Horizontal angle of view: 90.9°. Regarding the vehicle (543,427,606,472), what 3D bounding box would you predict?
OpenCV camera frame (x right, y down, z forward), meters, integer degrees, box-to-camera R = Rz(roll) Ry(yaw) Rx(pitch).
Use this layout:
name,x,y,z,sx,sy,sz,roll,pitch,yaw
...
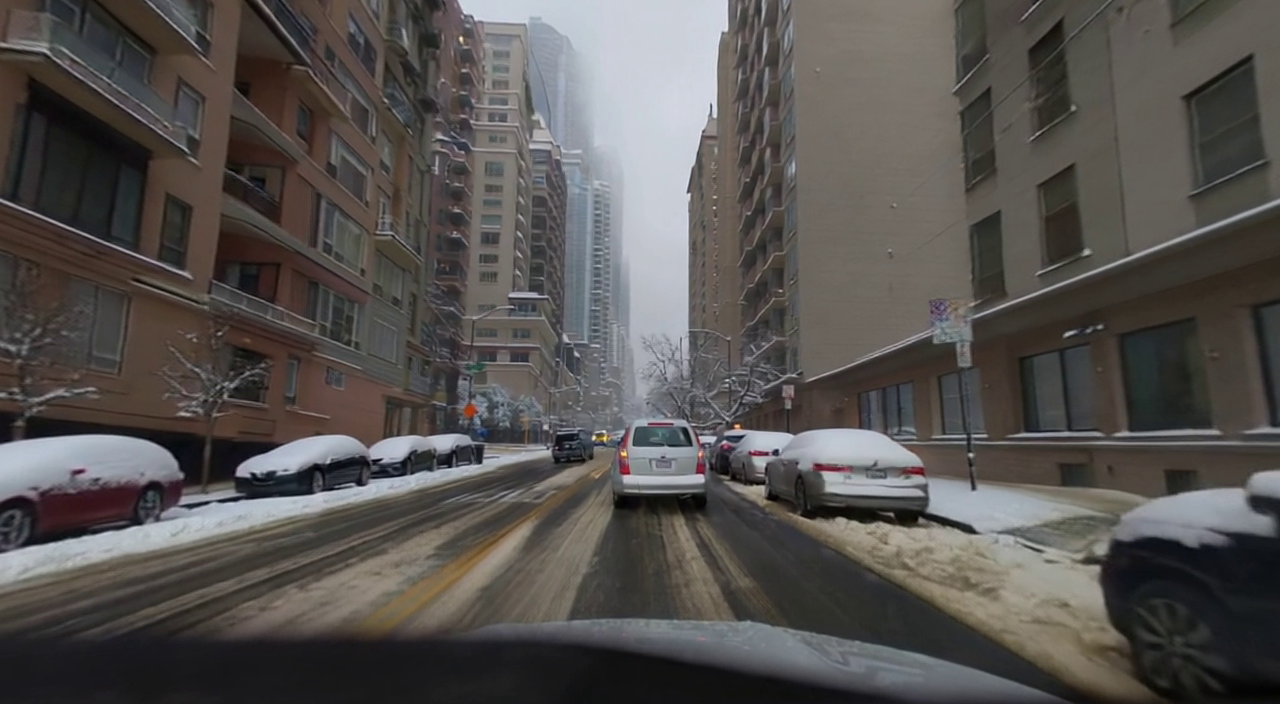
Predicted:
name,x,y,z,sx,sy,sz,roll,pitch,yaw
vehicle,-2.682,4.120,26.787,2.219,1.746,4.197,0,-8,0

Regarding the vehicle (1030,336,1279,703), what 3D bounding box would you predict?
name,x,y,z,sx,sy,sz,roll,pitch,yaw
vehicle,3.609,0.677,1.663,2.076,1.722,4.721,0,-8,0

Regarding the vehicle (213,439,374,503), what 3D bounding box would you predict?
name,x,y,z,sx,sy,sz,roll,pitch,yaw
vehicle,-9.416,3.229,17.634,2.002,1.546,4.339,0,-8,1

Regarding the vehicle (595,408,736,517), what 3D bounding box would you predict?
name,x,y,z,sx,sy,sz,roll,pitch,yaw
vehicle,0.436,2.080,12.236,2.261,1.740,4.065,0,-8,1

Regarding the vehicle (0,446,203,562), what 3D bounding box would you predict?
name,x,y,z,sx,sy,sz,roll,pitch,yaw
vehicle,-9.295,2.210,9.743,2.021,1.474,4.337,0,-8,-2

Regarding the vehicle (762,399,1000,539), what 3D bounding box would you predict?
name,x,y,z,sx,sy,sz,roll,pitch,yaw
vehicle,3.636,1.879,10.672,2.158,1.828,4.573,0,-8,0

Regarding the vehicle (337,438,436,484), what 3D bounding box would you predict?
name,x,y,z,sx,sy,sz,roll,pitch,yaw
vehicle,-9.328,4.022,23.616,1.955,1.555,4.424,0,-8,-2
